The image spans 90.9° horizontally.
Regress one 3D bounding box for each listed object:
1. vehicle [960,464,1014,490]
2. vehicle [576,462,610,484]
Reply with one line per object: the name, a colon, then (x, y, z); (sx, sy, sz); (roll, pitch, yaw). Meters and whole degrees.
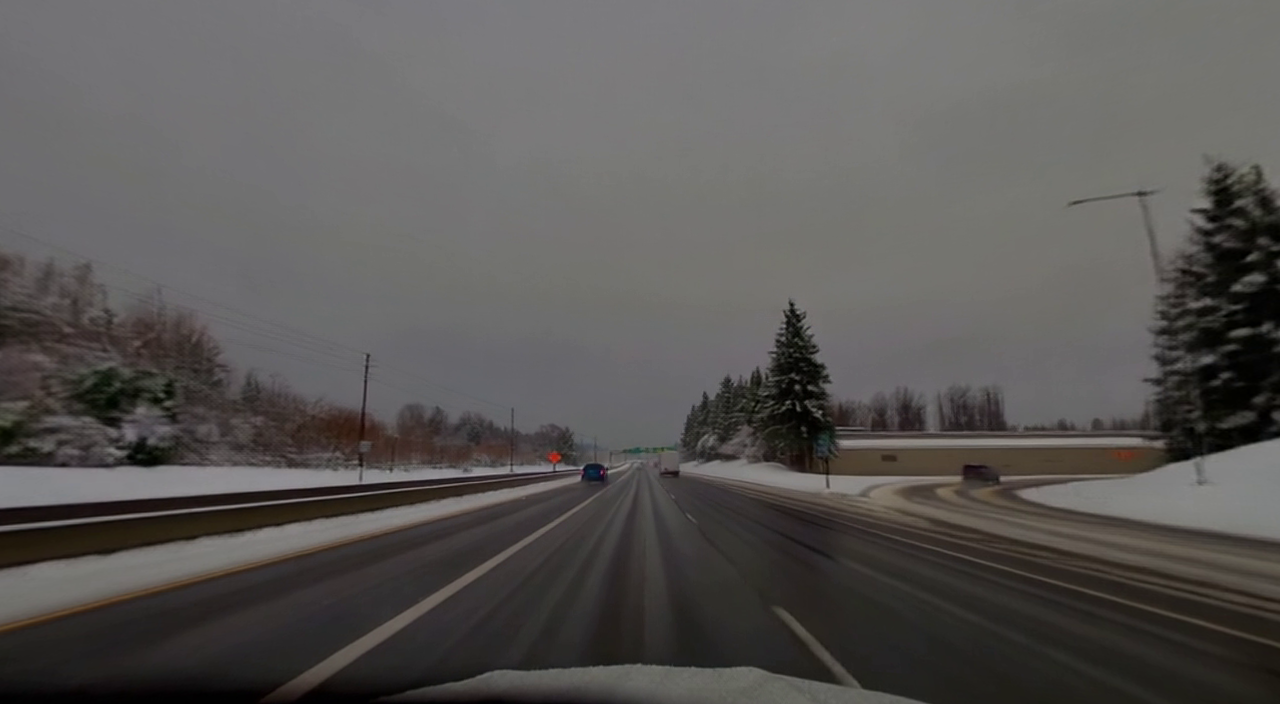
vehicle: (25.972, 9.346, 47.094); (2.164, 1.781, 5.018); (-9, -14, 43)
vehicle: (-3.348, 8.836, 45.984); (2.045, 1.487, 4.582); (1, -10, 1)
